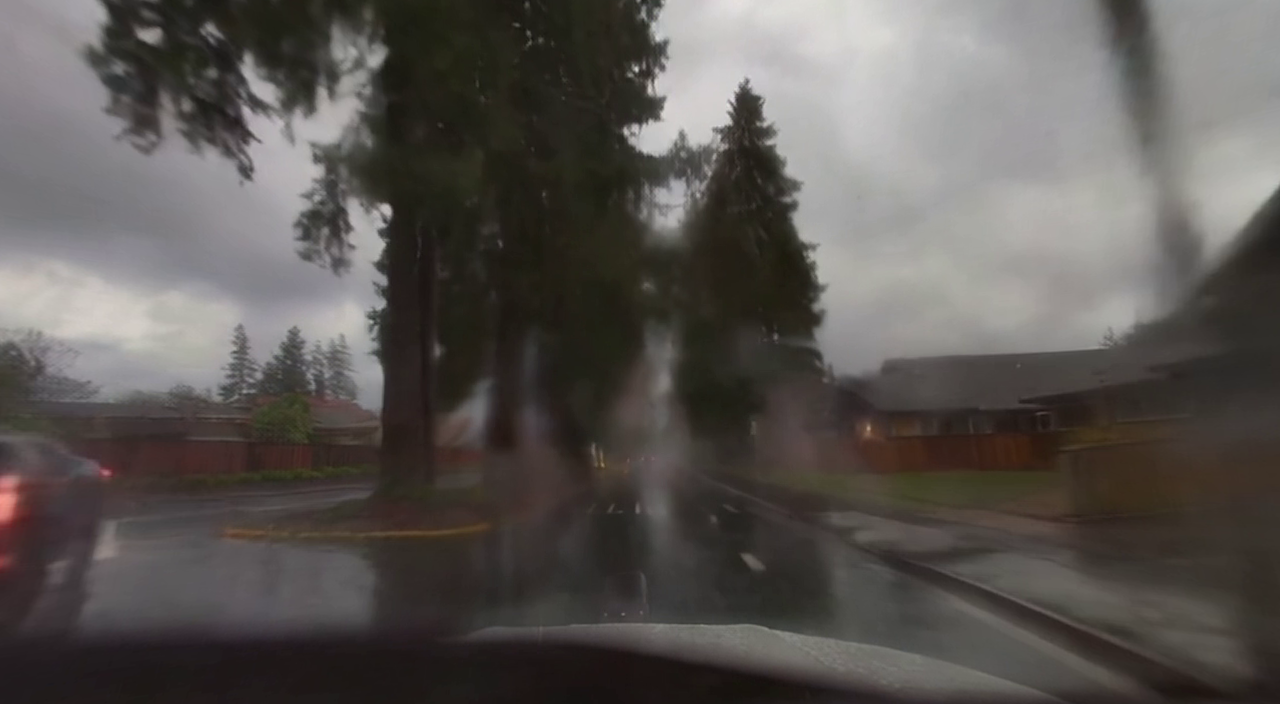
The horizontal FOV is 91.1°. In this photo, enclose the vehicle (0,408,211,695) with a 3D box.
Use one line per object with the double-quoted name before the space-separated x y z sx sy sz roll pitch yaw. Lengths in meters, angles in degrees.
"vehicle" -5.246 1.410 5.243 2.290 1.653 4.127 5 -10 -29
